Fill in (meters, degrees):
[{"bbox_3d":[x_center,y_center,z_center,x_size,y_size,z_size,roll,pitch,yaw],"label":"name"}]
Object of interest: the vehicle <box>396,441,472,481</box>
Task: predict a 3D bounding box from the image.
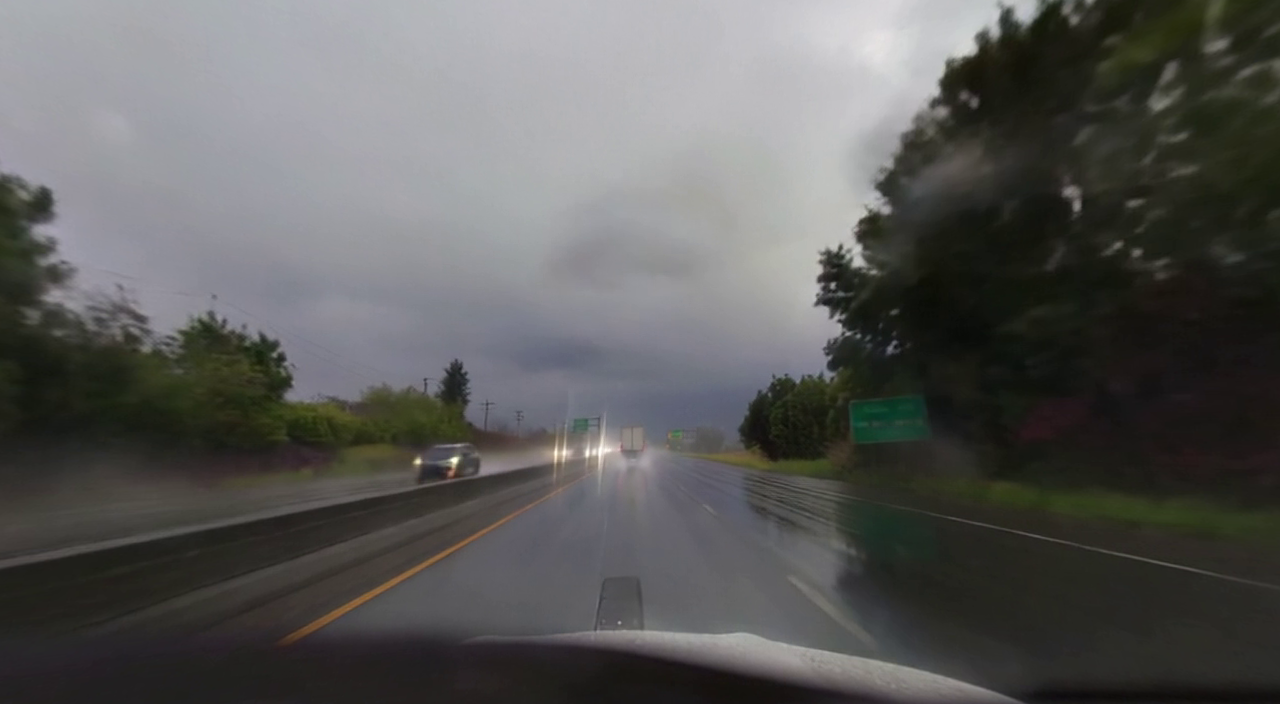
[{"bbox_3d":[-9.767,5.220,30.211,2.070,1.744,4.784,0,-9,0],"label":"vehicle"}]
